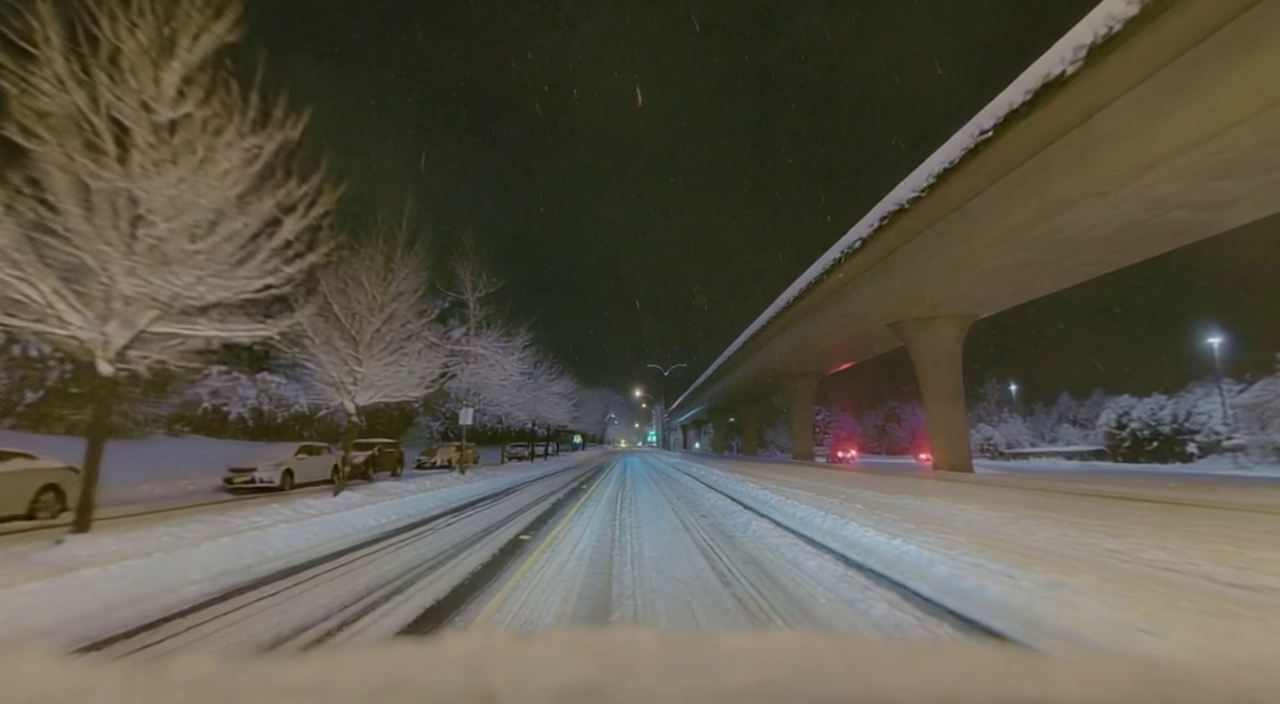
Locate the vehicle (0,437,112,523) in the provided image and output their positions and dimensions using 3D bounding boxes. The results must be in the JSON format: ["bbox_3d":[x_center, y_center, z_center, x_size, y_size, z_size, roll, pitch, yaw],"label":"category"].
[{"bbox_3d":[-12.931,2.367,11.610,2.074,1.529,5.079,1,-8,0],"label":"vehicle"}]

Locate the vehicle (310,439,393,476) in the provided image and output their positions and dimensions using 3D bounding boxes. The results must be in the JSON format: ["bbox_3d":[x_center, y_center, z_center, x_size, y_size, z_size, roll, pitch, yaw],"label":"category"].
[{"bbox_3d":[-13.335,4.909,29.535,1.961,1.576,4.131,0,-8,-1],"label":"vehicle"}]

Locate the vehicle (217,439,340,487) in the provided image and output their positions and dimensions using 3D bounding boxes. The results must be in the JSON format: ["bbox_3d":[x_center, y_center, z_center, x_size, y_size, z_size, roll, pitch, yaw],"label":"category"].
[{"bbox_3d":[-13.044,4.006,23.196,1.907,1.553,4.683,0,-8,-2],"label":"vehicle"}]
